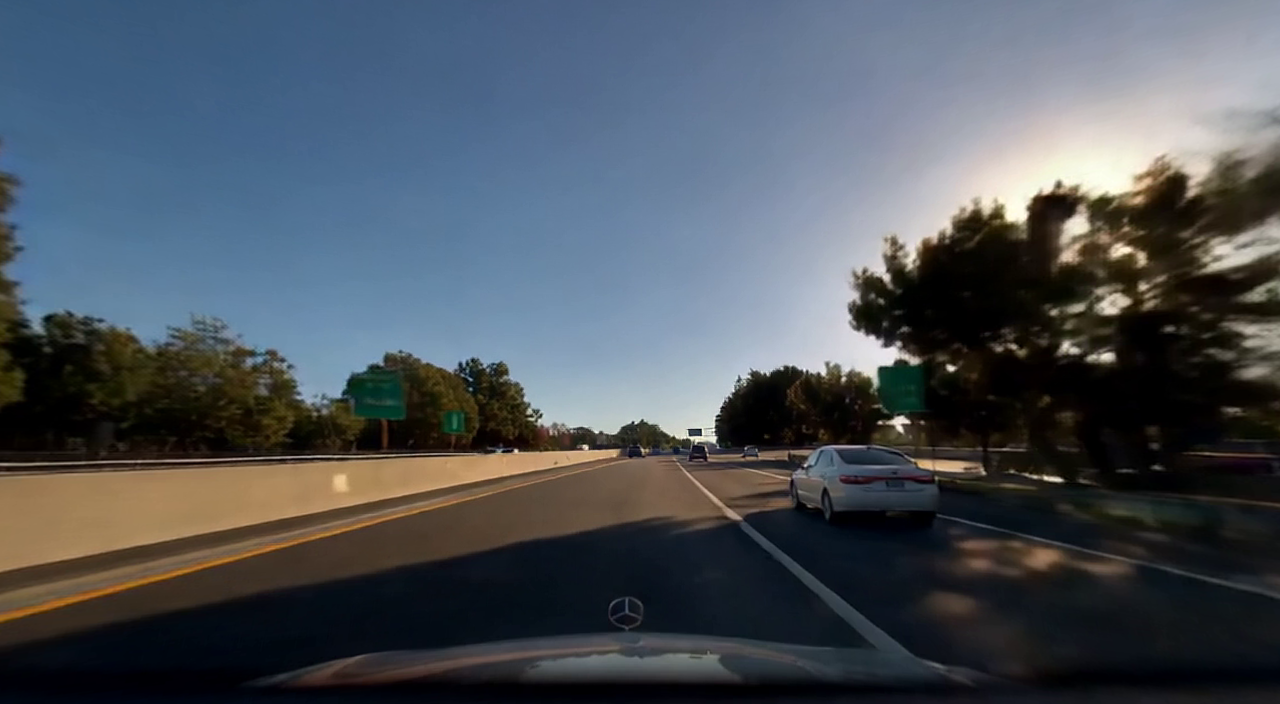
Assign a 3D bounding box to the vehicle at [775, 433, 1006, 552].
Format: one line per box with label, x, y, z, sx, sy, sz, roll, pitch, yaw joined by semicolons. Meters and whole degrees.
vehicle;3.606;2.095;10.061;1.938;1.456;4.204;0;-9;0
